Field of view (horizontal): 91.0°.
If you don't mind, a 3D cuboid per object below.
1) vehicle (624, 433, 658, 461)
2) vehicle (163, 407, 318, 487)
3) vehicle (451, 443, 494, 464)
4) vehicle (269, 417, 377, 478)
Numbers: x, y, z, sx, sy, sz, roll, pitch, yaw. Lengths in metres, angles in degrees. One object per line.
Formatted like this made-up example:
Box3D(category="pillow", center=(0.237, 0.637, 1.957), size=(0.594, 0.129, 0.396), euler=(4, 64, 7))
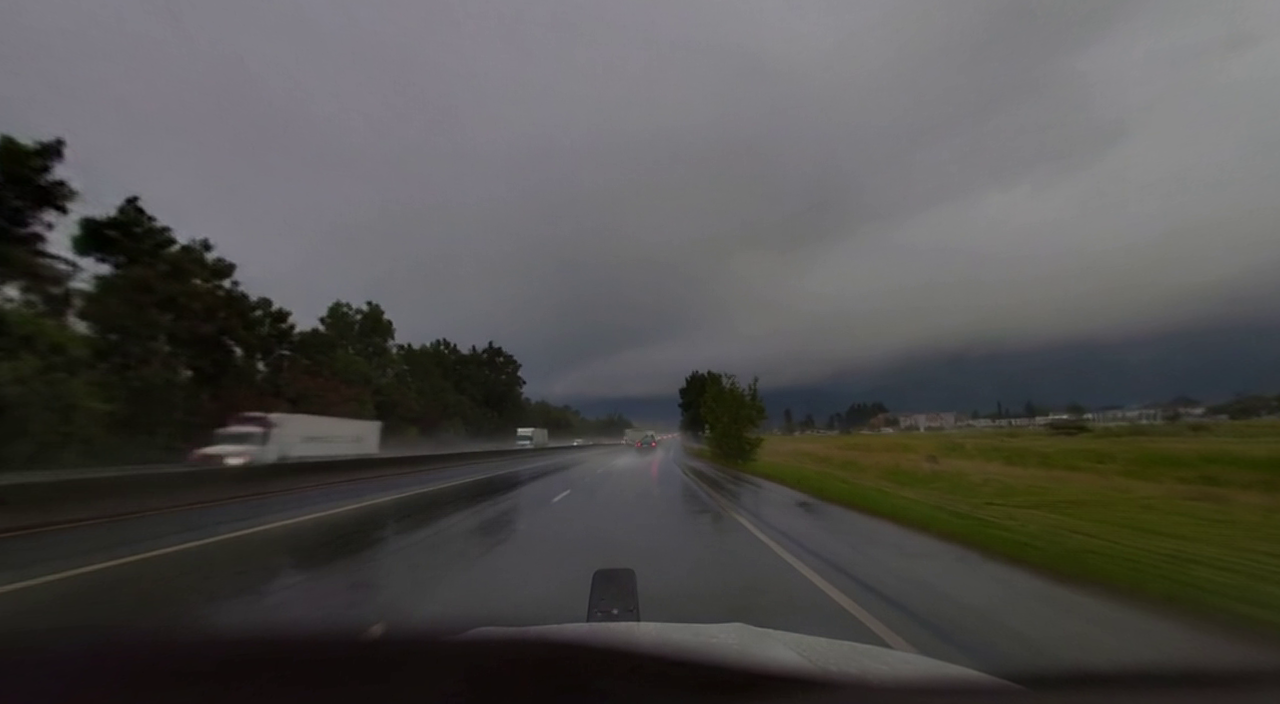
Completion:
Box3D(category="vehicle", center=(0.090, 6.566, 43.701), size=(2.188, 1.825, 4.282), euler=(-1, -8, 1))
Box3D(category="vehicle", center=(-17.996, 4.344, 29.024), size=(2.670, 3.221, 6.504), euler=(-1, -8, 2))
Box3D(category="vehicle", center=(-12.645, 7.678, 47.878), size=(1.935, 1.490, 4.367), euler=(-1, -8, 2))
Box3D(category="vehicle", center=(-17.842, 5.431, 35.973), size=(2.761, 3.164, 6.270), euler=(-1, -8, 1))
